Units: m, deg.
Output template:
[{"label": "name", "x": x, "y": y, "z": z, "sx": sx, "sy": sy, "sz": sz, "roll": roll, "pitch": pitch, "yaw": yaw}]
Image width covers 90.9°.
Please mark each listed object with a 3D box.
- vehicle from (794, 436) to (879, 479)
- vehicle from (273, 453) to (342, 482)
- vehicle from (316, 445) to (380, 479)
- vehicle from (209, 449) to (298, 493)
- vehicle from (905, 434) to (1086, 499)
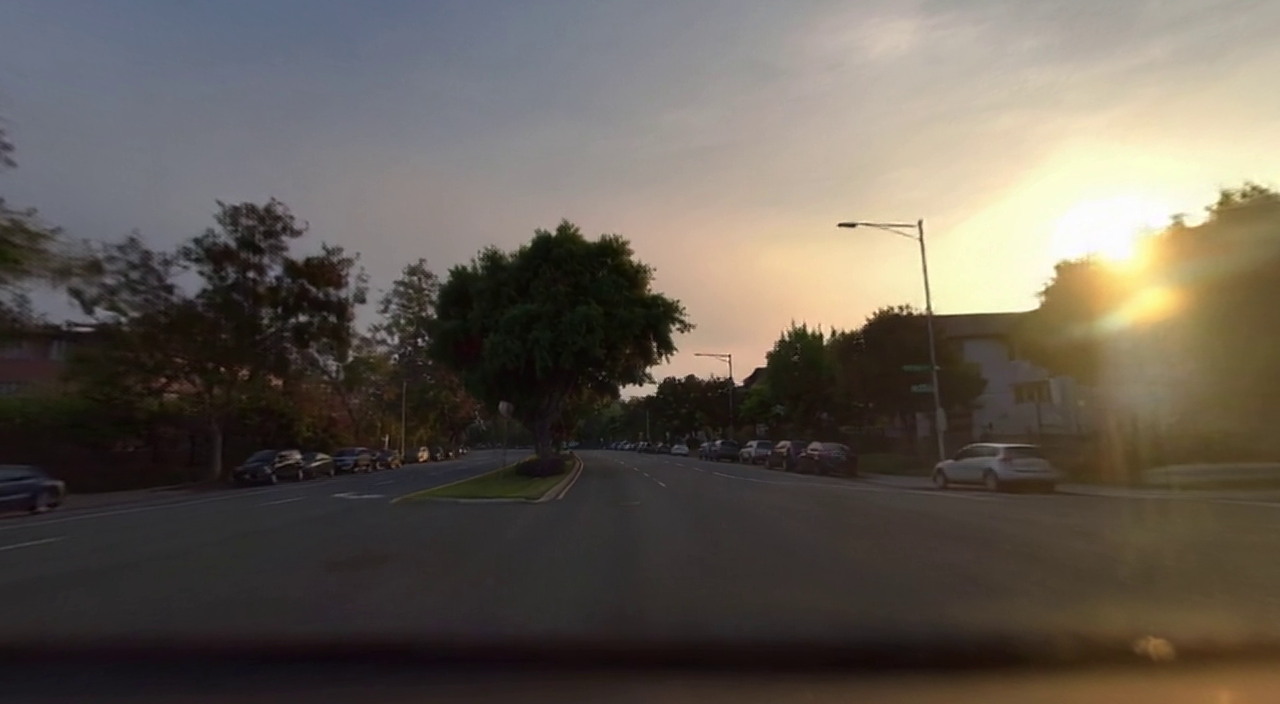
[{"label": "vehicle", "x": 8.812, "y": 4.787, "z": 28.774, "sx": 2.039, "sy": 1.752, "sz": 4.876, "roll": 1, "pitch": -9, "yaw": -4}, {"label": "vehicle", "x": -18.928, "y": 6.587, "z": 36.143, "sx": 1.782, "sy": 1.462, "sz": 4.438, "roll": 0, "pitch": -9, "yaw": -4}, {"label": "vehicle", "x": -19.520, "y": 7.347, "z": 42.434, "sx": 2.111, "sy": 1.908, "sz": 5.586, "roll": 0, "pitch": -7, "yaw": -6}, {"label": "vehicle", "x": -18.358, "y": 5.619, "z": 30.203, "sx": 1.916, "sy": 1.657, "sz": 4.366, "roll": -1, "pitch": -6, "yaw": -6}, {"label": "vehicle", "x": 10.156, "y": 3.279, "z": 18.413, "sx": 1.919, "sy": 1.627, "sz": 4.196, "roll": 4, "pitch": -10, "yaw": -24}]
